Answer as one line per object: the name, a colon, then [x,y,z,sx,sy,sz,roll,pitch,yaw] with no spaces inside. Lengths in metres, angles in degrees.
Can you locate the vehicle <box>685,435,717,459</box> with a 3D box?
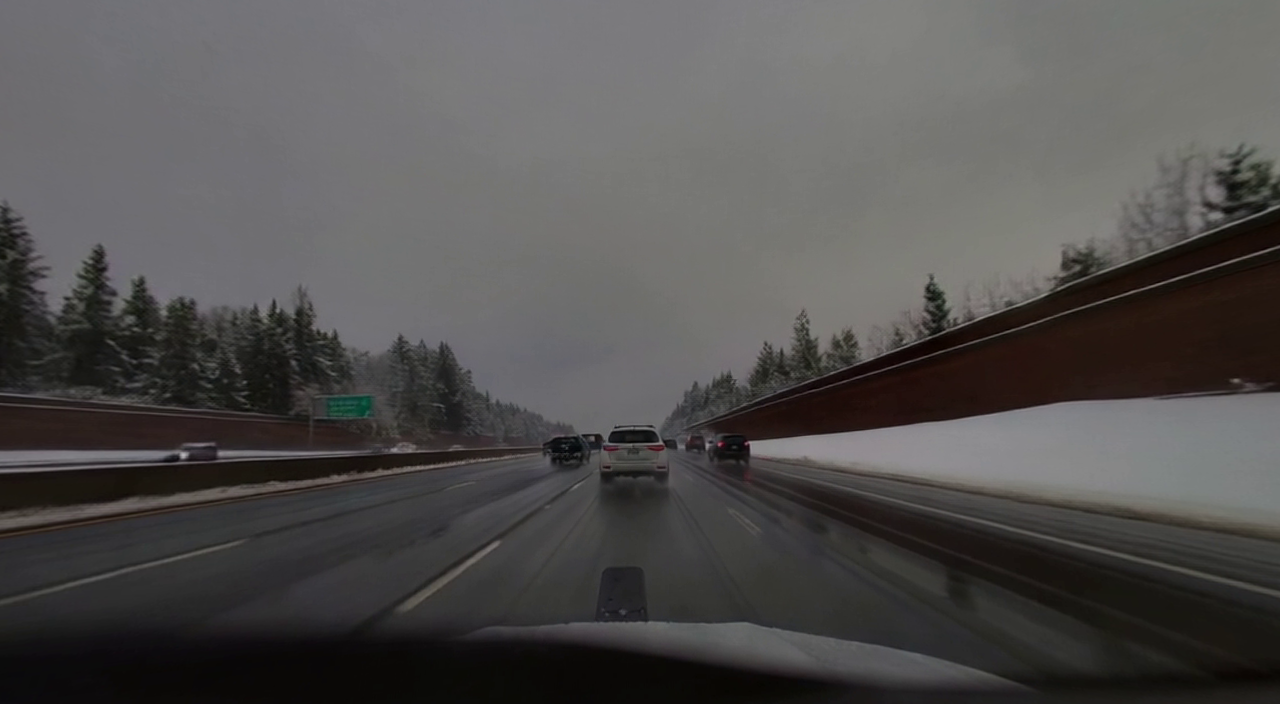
vehicle: [4.477,7.079,47.007,2.001,1.651,3.916,0,-9,0]

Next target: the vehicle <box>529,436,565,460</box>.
vehicle: [-6.989,7.272,47.674,2.024,1.706,4.249,0,-9,0]

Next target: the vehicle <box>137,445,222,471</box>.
vehicle: [-28.409,6.554,39.091,1.811,1.505,4.441,0,-9,1]

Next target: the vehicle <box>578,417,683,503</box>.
vehicle: [-0.206,2.633,15.669,2.233,1.804,4.273,0,-9,0]

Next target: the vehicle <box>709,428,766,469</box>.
vehicle: [4.642,4.717,30.804,2.017,1.847,4.299,0,-9,-1]
